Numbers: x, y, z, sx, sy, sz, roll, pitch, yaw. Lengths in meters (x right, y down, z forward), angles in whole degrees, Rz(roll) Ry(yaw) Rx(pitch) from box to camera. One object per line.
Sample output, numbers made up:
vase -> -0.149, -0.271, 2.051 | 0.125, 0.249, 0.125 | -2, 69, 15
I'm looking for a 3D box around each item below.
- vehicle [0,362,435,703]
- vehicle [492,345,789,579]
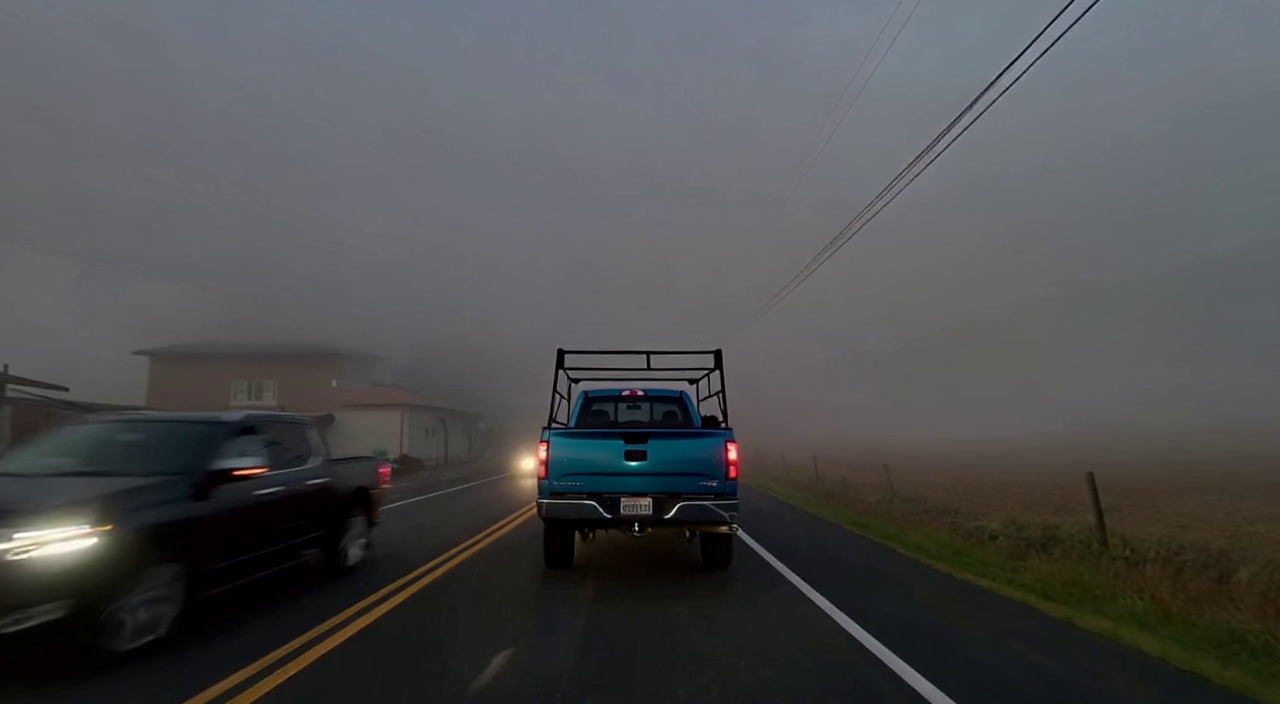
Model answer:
vehicle -> -3.726, 1.269, 5.477 | 2.278, 1.745, 4.766 | 0, -8, 0
vehicle -> -0.073, 1.615, 9.981 | 2.912, 2.320, 7.292 | 0, -8, -1
